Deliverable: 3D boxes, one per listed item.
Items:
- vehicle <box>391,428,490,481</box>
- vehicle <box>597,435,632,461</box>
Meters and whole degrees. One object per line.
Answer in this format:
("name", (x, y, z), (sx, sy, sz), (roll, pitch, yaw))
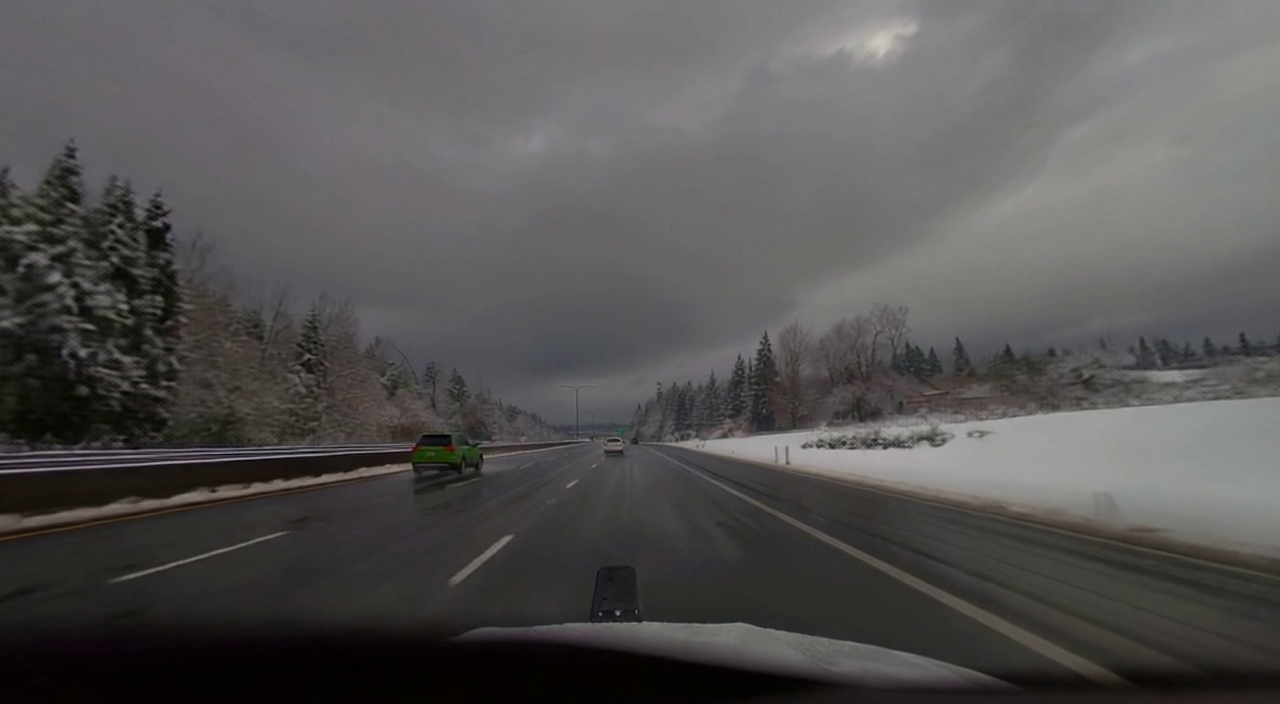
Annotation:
("vehicle", (-6.994, 3.613, 22.613), (2.111, 1.689, 4.505), (0, -8, 0))
("vehicle", (-1.538, 5.999, 39.441), (2.010, 1.534, 4.013), (0, -8, 0))
